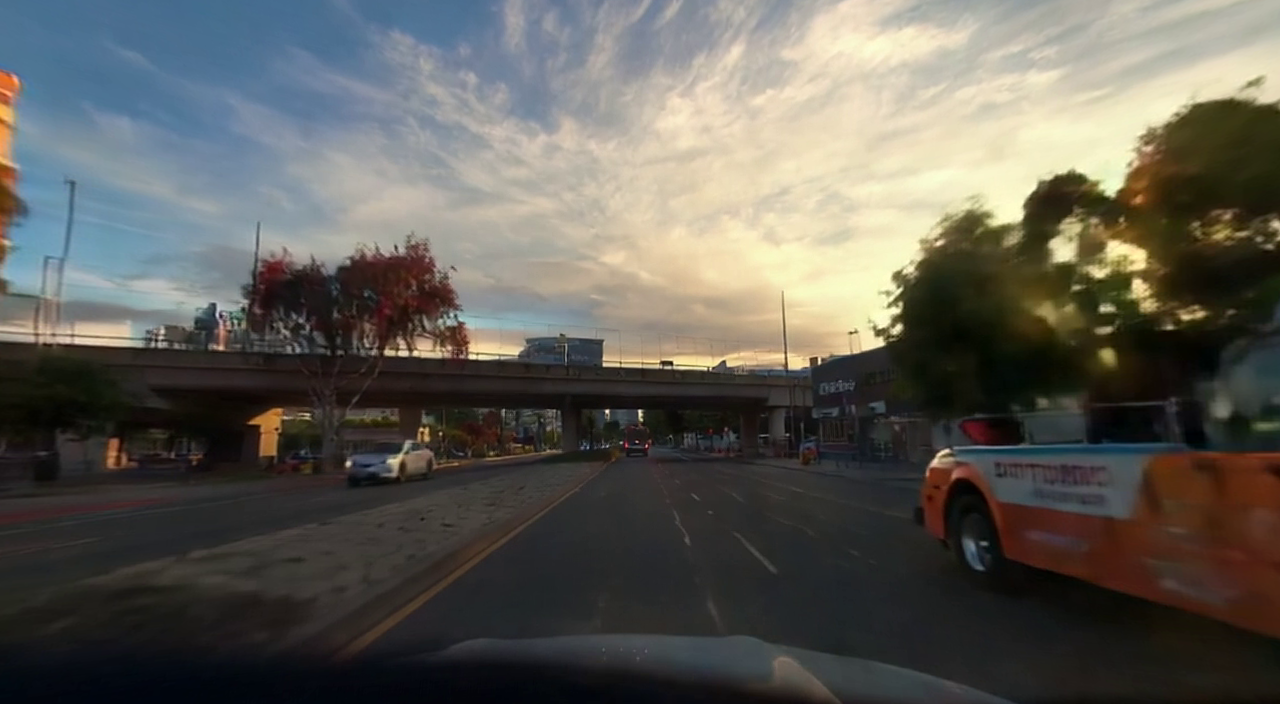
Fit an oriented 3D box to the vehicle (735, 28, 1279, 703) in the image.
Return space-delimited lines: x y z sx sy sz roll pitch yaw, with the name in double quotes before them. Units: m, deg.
"vehicle" 4.115 0.946 8.156 3.043 3.162 13.806 0 -8 -3
